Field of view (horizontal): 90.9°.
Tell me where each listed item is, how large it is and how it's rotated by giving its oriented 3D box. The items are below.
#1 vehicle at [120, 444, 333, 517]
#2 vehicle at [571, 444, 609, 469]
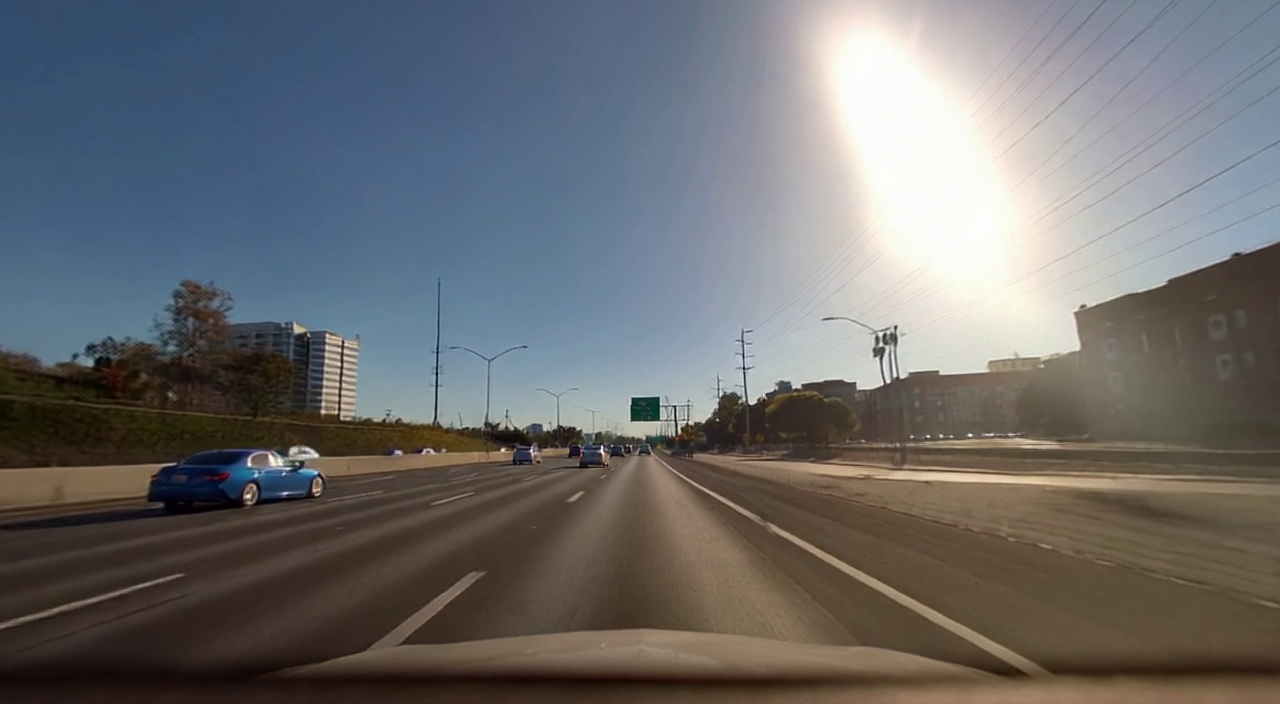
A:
[{"bbox_3d":[-9.967,3.077,15.819,2.002,1.526,4.822,0,-8,1],"label":"vehicle"},{"bbox_3d":[-3.174,6.753,41.039,2.050,1.479,4.342,0,-8,1],"label":"vehicle"}]
